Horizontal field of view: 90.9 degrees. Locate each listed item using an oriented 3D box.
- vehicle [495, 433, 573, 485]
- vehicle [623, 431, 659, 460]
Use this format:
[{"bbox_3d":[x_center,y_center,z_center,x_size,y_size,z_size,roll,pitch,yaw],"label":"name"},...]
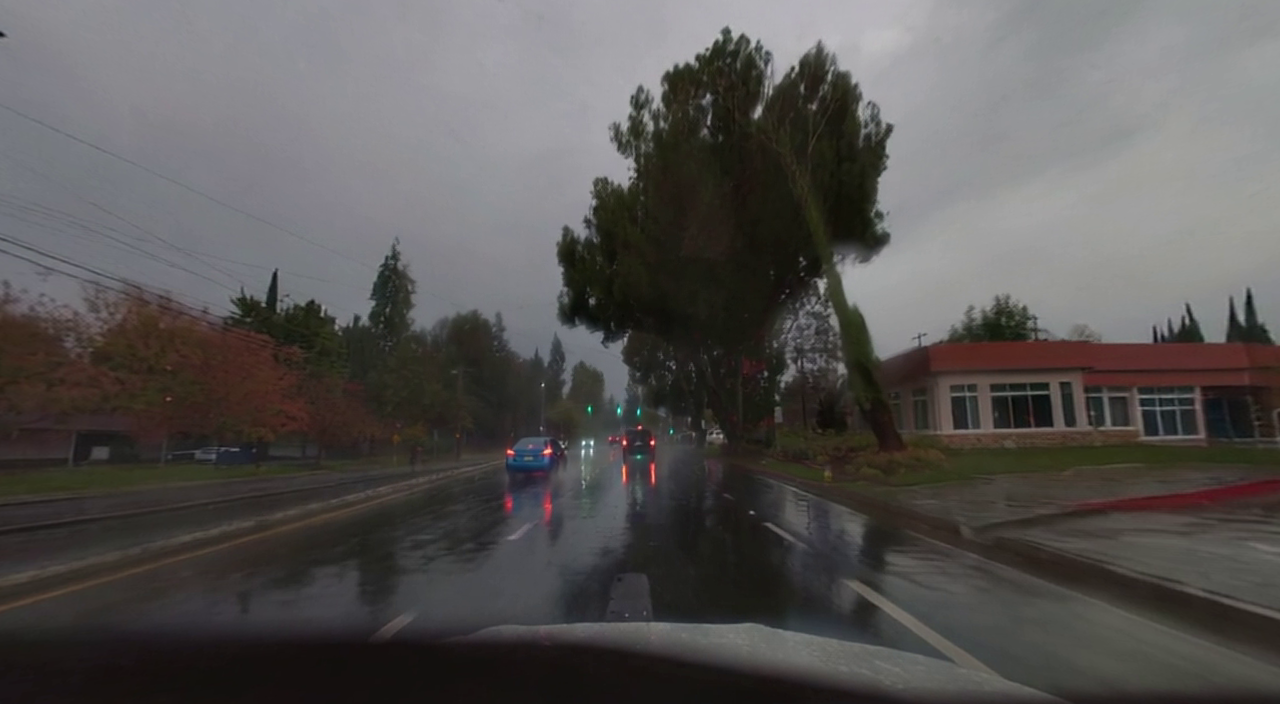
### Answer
[{"bbox_3d":[-3.609,3.736,22.324,1.914,1.630,4.351,0,-8,1],"label":"vehicle"},{"bbox_3d":[0.041,6.047,40.825,2.213,1.778,4.107,0,-8,0],"label":"vehicle"}]
